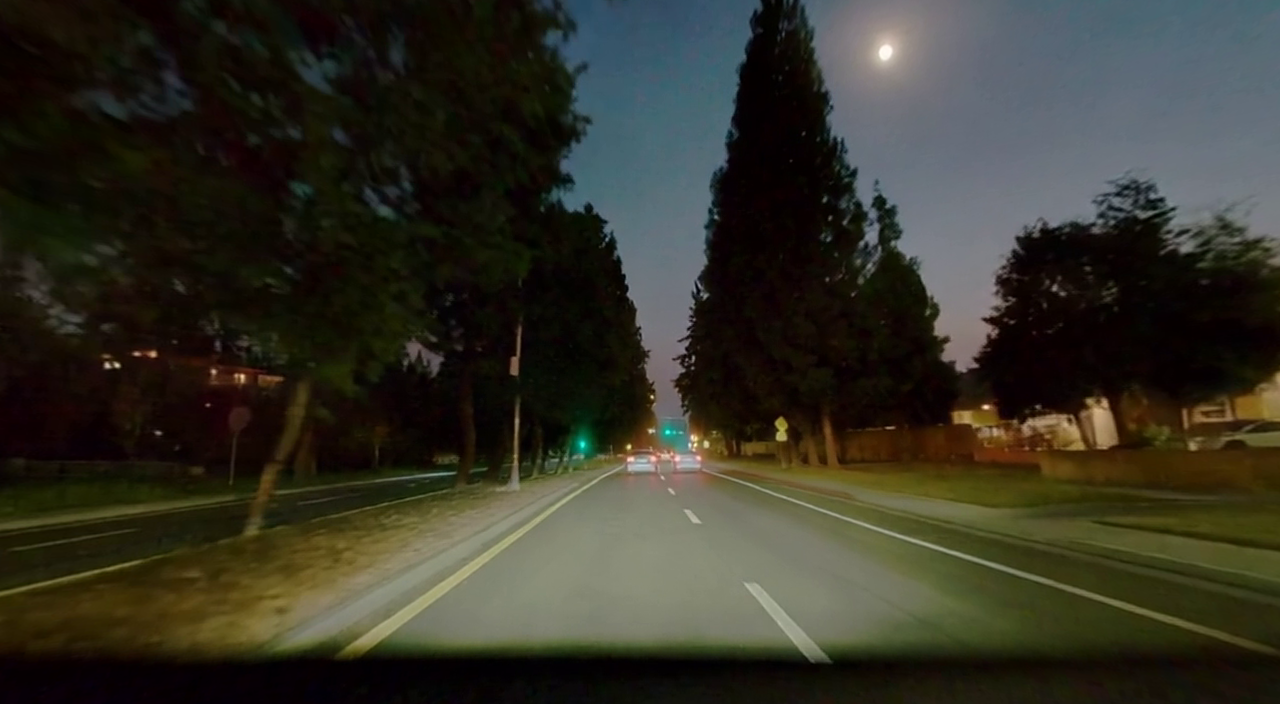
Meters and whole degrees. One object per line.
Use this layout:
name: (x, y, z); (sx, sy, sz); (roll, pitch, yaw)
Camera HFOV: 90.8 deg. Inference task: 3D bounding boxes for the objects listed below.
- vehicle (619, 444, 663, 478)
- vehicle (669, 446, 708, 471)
vehicle: (0.085, 5.323, 31.102); (2.018, 1.511, 3.993); (0, -8, 1)
vehicle: (3.029, 6.732, 40.154); (2.057, 1.496, 4.401); (0, -8, -1)
